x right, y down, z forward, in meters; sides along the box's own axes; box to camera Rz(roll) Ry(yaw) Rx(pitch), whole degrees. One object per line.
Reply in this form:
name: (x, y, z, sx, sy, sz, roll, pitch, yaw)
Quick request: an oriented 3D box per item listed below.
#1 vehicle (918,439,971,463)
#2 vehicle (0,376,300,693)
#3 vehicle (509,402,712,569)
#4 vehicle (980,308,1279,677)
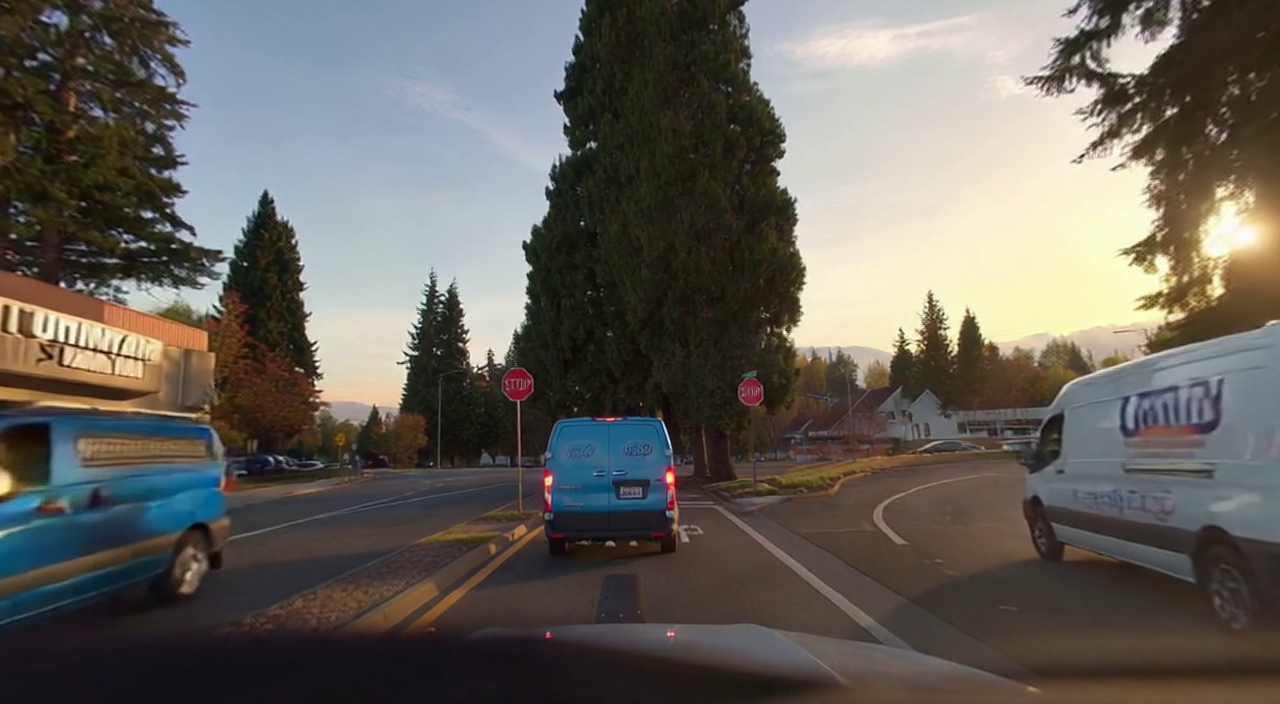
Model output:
vehicle: (22.184, 7.215, 45.959, 1.985, 1.659, 4.512, -9, -12, 44)
vehicle: (-4.572, 1.162, 4.511, 1.985, 1.710, 4.651, 1, -9, -5)
vehicle: (-0.256, 1.816, 9.321, 2.237, 1.828, 4.546, 0, -9, 2)
vehicle: (5.416, 1.148, 5.717, 2.385, 2.196, 5.640, -2, -9, 10)
